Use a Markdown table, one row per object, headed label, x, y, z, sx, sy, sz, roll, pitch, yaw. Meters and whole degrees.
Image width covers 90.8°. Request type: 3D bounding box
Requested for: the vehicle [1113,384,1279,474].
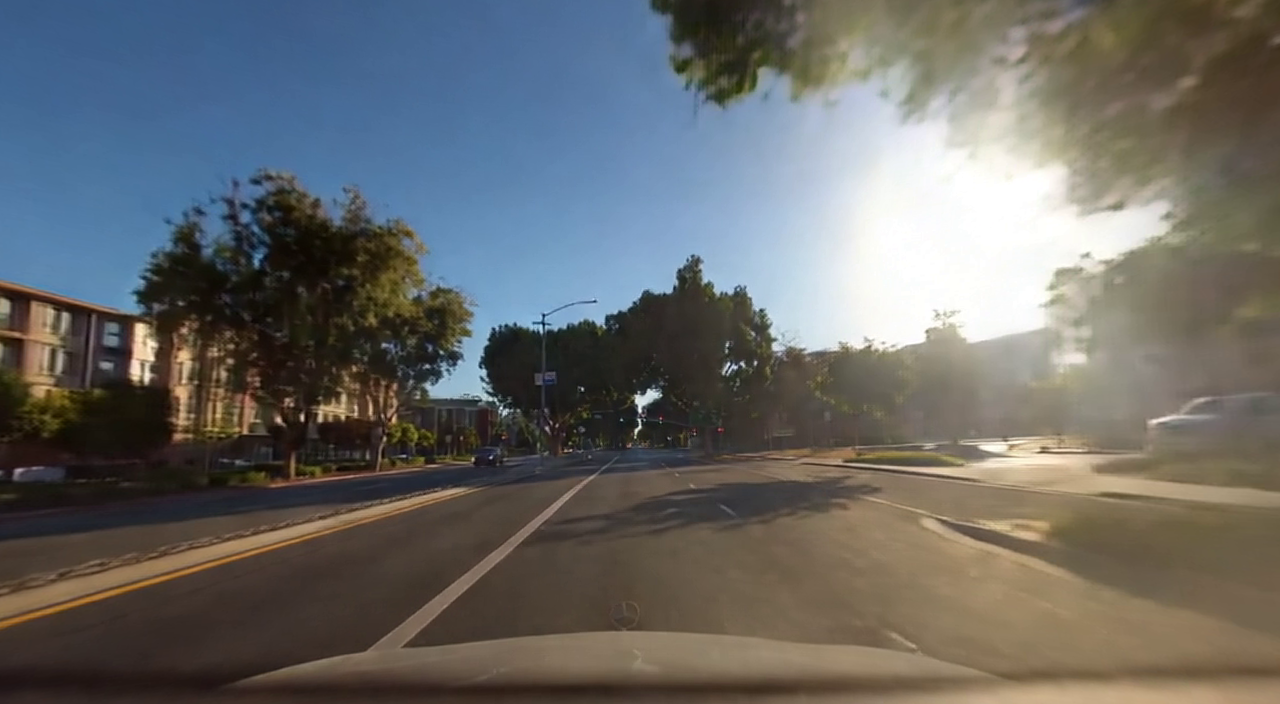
| label | x | y | z | sx | sy | sz | roll | pitch | yaw |
| --- | --- | --- | --- | --- | --- | --- | --- | --- | --- |
| vehicle | 19.724 | 2.529 | 20.656 | 6.543 | 2.736 | 2.324 | 0 | -9 | -3 |
